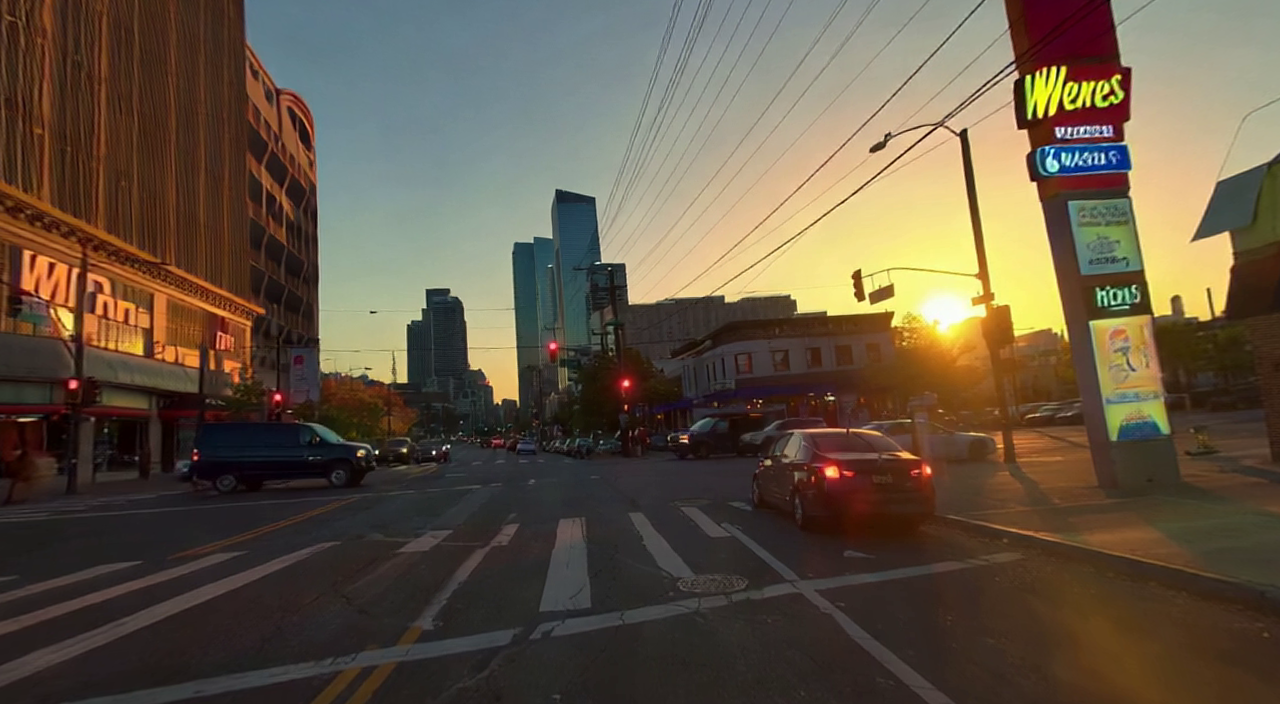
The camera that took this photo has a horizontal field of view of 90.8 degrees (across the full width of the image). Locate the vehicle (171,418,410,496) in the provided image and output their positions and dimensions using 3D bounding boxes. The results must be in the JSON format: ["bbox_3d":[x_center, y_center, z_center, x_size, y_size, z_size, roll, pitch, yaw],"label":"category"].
[{"bbox_3d":[-9.804,2.972,18.175,5.603,1.938,2.081,5,-10,-30],"label":"vehicle"}]

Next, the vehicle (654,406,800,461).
[{"bbox_3d":[3.570,3.349,25.707,5.588,1.985,2.374,5,-10,-31],"label":"vehicle"}]

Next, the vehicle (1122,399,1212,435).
[{"bbox_3d":[27.632,3.479,33.084,4.637,1.723,1.911,4,-10,-29],"label":"vehicle"}]

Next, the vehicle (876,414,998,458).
[{"bbox_3d":[11.175,3.170,23.715,4.499,1.524,1.784,4,-10,-29],"label":"vehicle"}]

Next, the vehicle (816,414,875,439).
[{"bbox_3d":[16.112,5.835,49.458,4.589,1.730,1.801,6,-8,-31],"label":"vehicle"}]

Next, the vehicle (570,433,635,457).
[{"bbox_3d":[-2.769,6.828,46.351,4.591,1.686,1.816,1,-9,-11],"label":"vehicle"}]
